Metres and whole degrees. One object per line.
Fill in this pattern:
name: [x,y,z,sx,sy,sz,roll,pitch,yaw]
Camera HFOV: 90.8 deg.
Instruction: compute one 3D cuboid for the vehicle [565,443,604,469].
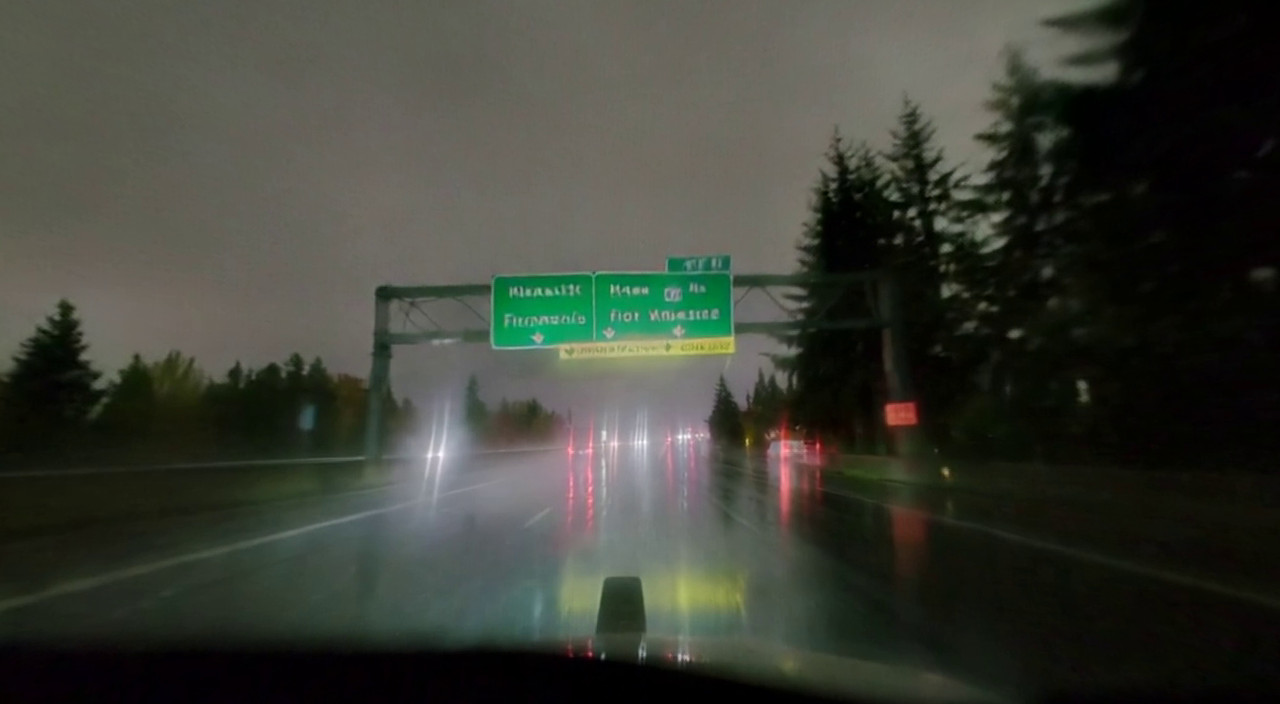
vehicle: [-3.360,6.387,38.931,1.979,1.521,4.147,0,-9,1]
